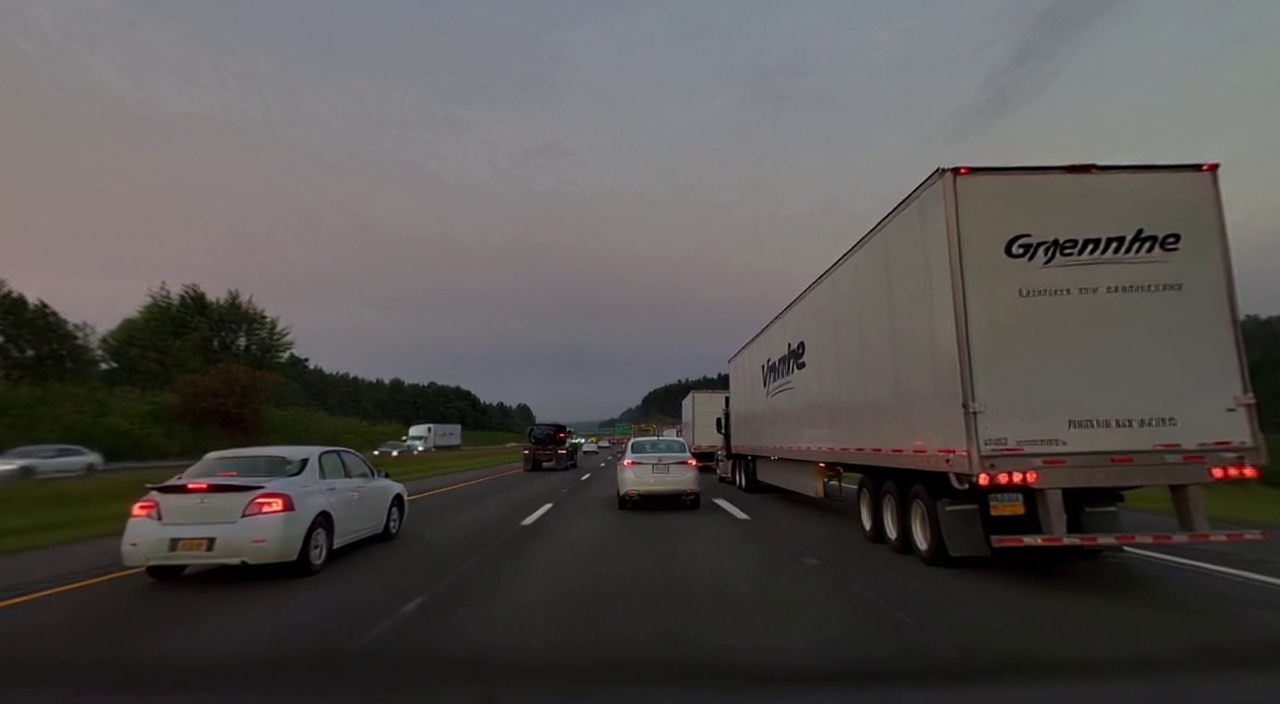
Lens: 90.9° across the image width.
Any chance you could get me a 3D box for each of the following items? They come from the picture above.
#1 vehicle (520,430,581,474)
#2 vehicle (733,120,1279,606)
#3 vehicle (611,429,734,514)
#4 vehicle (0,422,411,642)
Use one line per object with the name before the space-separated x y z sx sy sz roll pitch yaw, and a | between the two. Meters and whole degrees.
vehicle | -3.826 4.342 27.708 2.006 1.729 4.447 0 -8 0
vehicle | 4.428 0.955 12.390 2.883 4.070 14.423 0 -8 0
vehicle | 0.498 2.413 13.393 2.200 1.495 4.282 0 -8 -2
vehicle | -4.373 1.548 6.700 2.100 1.491 4.676 0 -8 0
